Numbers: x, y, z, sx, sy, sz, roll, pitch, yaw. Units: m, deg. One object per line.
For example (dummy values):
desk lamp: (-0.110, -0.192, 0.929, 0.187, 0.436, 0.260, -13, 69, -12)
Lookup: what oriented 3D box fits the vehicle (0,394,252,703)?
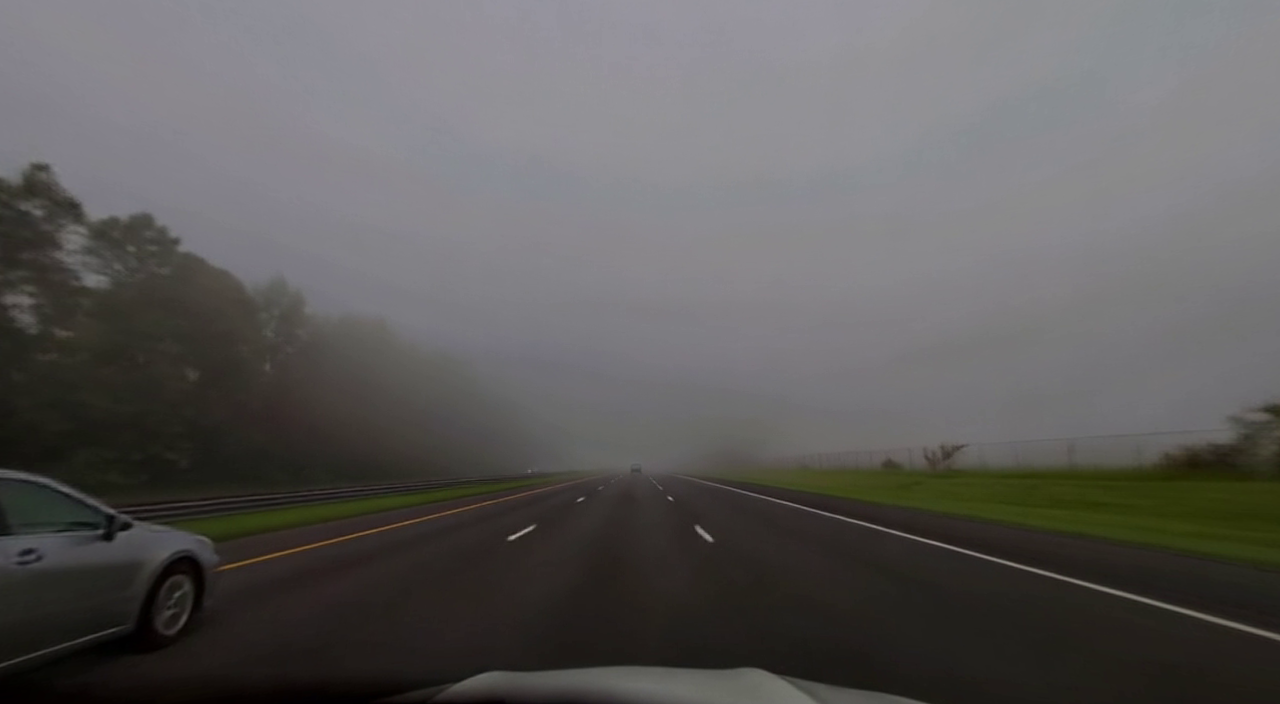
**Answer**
vehicle: (-4.024, 0.899, 2.459, 1.928, 1.593, 4.871, 1, -10, -1)
